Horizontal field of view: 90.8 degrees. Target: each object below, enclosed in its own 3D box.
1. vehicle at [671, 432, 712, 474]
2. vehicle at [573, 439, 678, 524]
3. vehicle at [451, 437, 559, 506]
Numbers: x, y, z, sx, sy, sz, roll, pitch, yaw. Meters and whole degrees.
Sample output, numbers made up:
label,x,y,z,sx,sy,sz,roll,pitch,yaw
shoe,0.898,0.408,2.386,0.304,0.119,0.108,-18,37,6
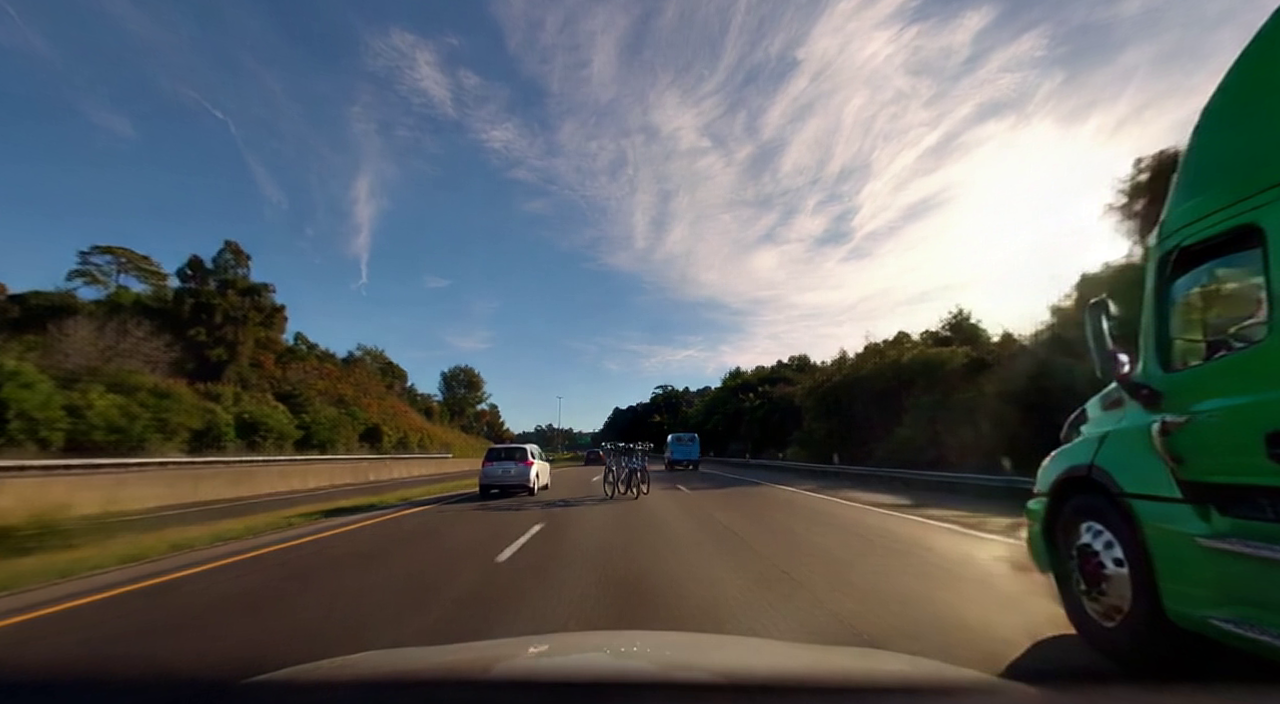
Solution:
label,x,y,z,sx,sy,sz,roll,pitch,yaw
vehicle,3.493,7.000,43.747,2.234,2.679,5.372,0,-9,-1
vehicle,-0.274,2.717,13.685,1.973,1.574,3.426,0,-9,0
vehicle,-3.624,3.309,17.846,1.985,1.671,4.604,0,-9,0
